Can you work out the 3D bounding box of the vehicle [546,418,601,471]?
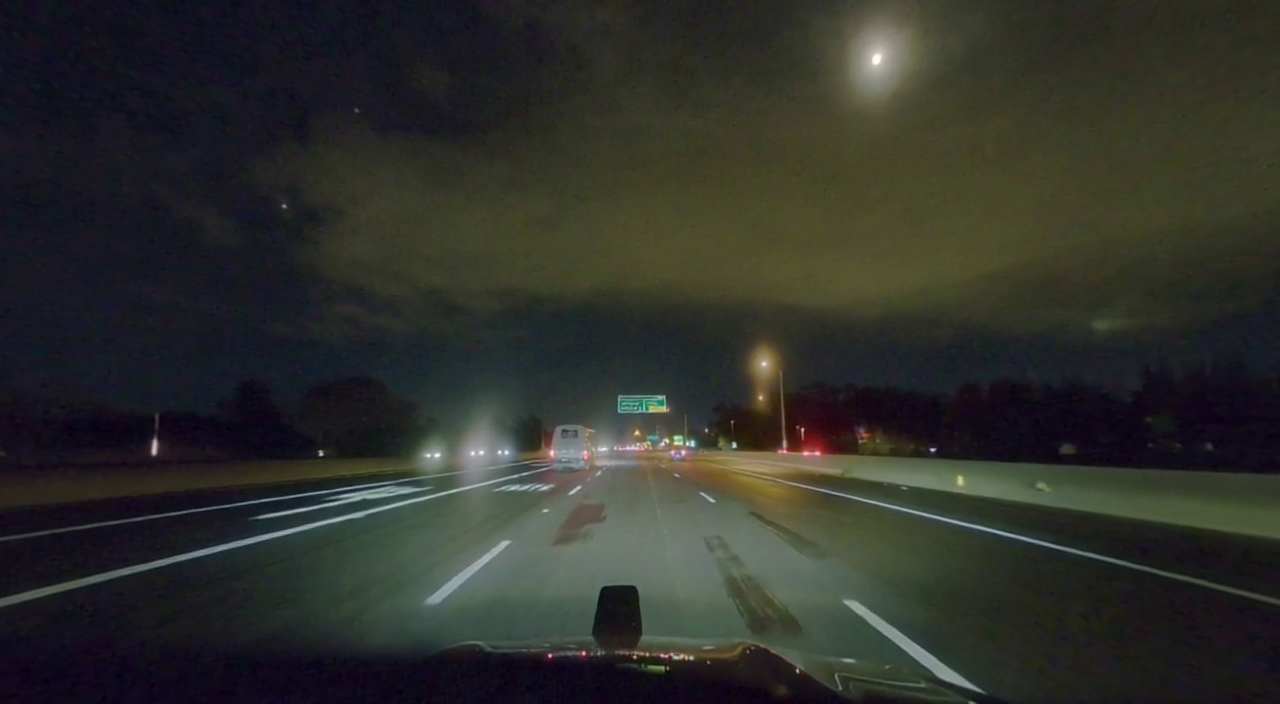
[{"bbox_3d":[-3.966,5.763,39.303,2.881,2.937,7.045,0,-9,-2],"label":"vehicle"}]
